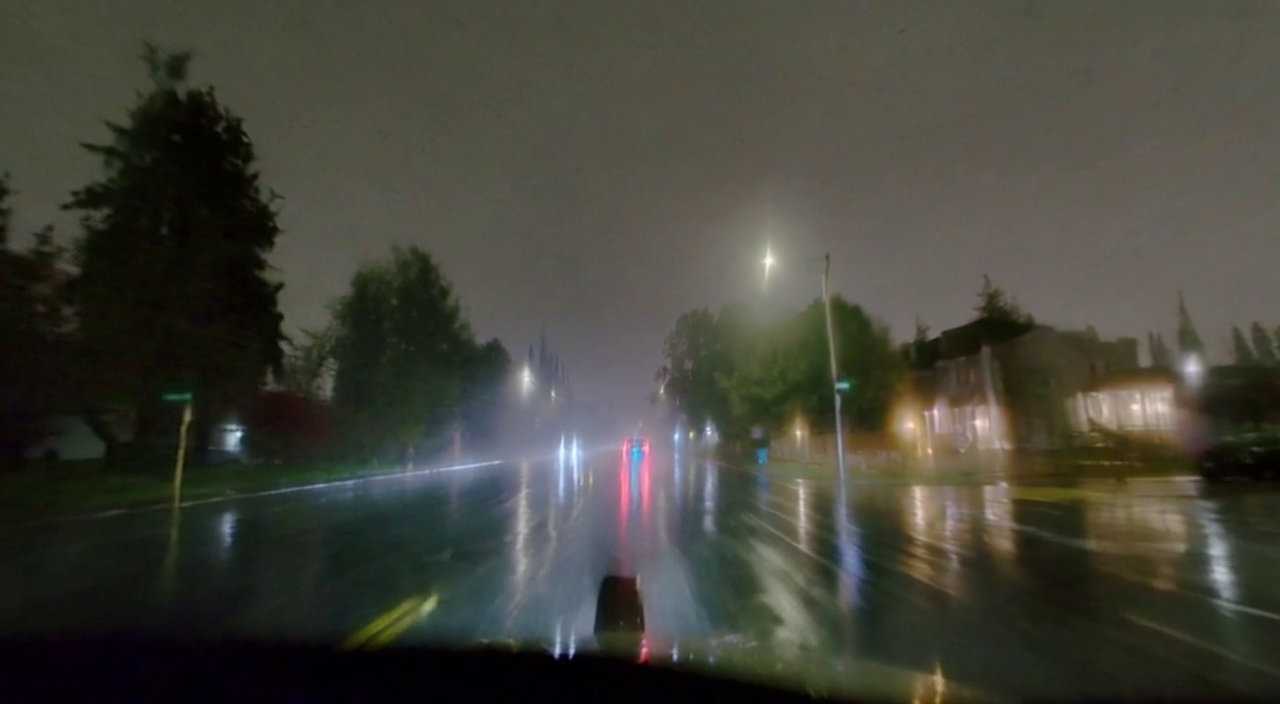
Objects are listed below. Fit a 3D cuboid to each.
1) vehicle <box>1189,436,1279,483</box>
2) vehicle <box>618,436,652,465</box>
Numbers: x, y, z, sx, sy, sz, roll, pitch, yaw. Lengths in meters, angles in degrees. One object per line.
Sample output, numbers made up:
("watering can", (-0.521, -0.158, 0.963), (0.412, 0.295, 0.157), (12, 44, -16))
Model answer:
("vehicle", (22.166, 3.709, 22.050), (4.218, 1.505, 2.169), (1, -8, -8))
("vehicle", (-0.366, 6.652, 42.910), (2.230, 1.827, 4.298), (0, -8, -1))
